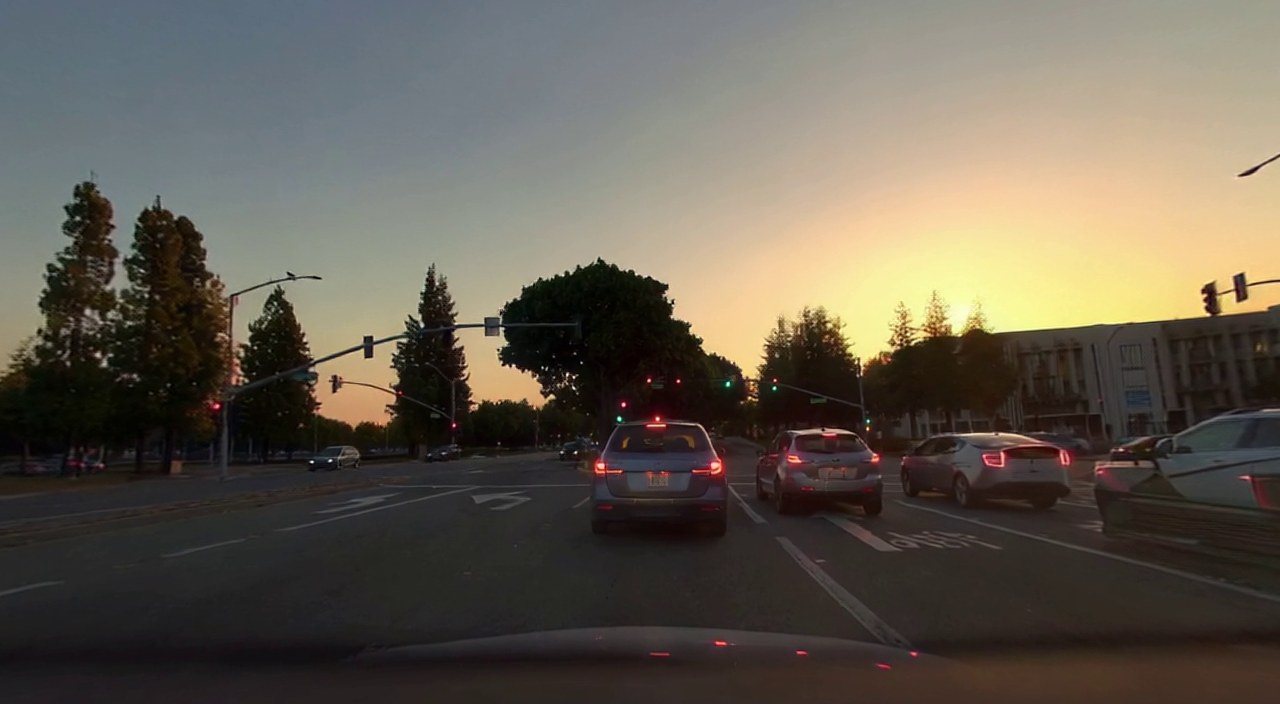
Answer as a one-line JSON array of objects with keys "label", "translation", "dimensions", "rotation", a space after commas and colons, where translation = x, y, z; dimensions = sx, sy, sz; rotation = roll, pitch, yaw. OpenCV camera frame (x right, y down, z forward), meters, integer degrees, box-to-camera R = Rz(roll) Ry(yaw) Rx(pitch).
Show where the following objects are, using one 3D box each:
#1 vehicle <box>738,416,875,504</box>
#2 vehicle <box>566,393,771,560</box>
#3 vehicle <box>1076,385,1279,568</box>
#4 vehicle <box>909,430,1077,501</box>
[{"label": "vehicle", "translation": [3.775, 2.574, 15.351], "dimensions": [2.188, 1.774, 4.646], "rotation": [-1, -9, 2]}, {"label": "vehicle", "translation": [0.274, 1.667, 9.021], "dimensions": [2.211, 1.795, 4.179], "rotation": [0, -9, -1]}, {"label": "vehicle", "translation": [7.373, 1.324, 6.900], "dimensions": [2.074, 1.791, 4.393], "rotation": [0, -9, 1]}, {"label": "vehicle", "translation": [8.318, 2.707, 15.438], "dimensions": [1.862, 1.471, 4.297], "rotation": [-1, -9, 4]}]
